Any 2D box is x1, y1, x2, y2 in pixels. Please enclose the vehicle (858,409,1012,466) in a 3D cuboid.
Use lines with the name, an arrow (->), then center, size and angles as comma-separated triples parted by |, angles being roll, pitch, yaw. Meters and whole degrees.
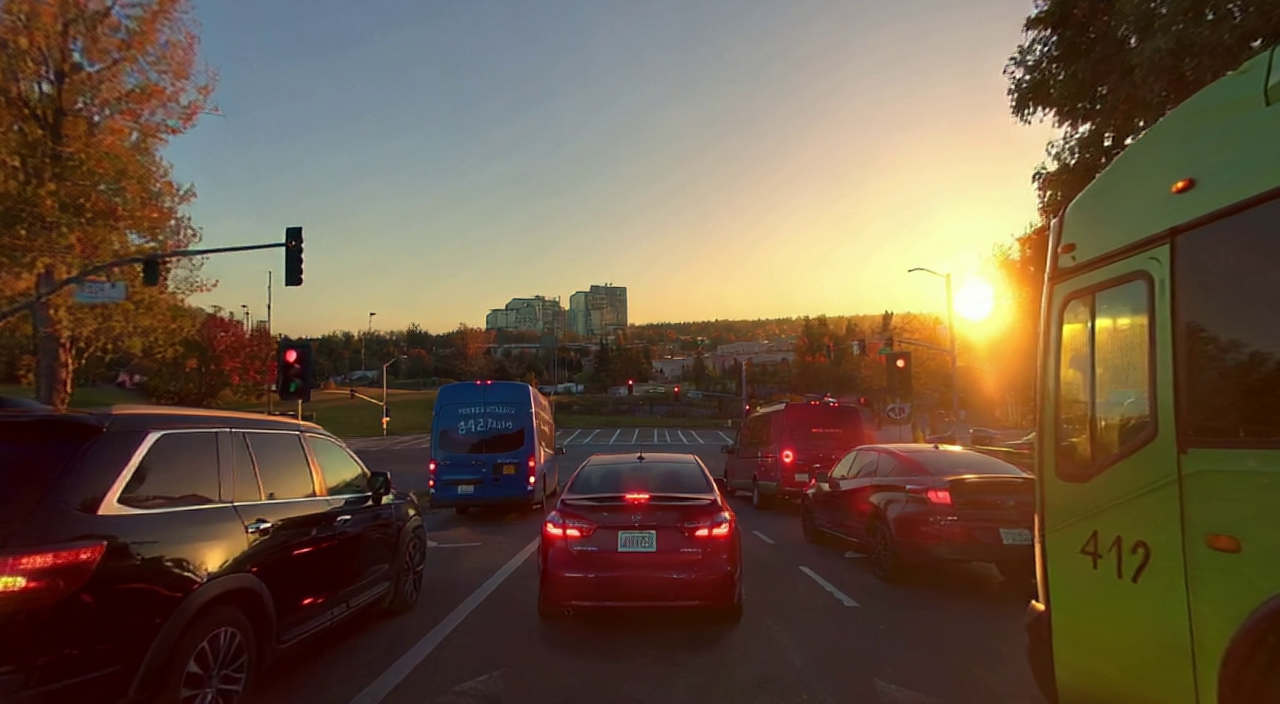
vehicle -> 17.570, 5.137, 37.923 | 7.839, 3.213, 2.628 | 0, -8, -3

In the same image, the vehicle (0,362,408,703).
vehicle -> -3.415, 1.181, 4.634 | 1.921, 1.701, 3.989 | 0, -8, -1

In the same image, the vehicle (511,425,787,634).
vehicle -> 0.055, 1.550, 6.428 | 1.976, 1.485, 3.624 | 0, -8, 0

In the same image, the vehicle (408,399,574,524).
vehicle -> -2.937, 2.353, 13.972 | 2.335, 2.221, 5.165 | 0, -8, 1

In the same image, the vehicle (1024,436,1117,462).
vehicle -> 25.840, 5.822, 38.006 | 4.229, 1.489, 1.794 | 0, -8, -2

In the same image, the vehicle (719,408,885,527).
vehicle -> 3.137, 2.396, 13.666 | 2.143, 2.036, 5.367 | 0, -8, 0
